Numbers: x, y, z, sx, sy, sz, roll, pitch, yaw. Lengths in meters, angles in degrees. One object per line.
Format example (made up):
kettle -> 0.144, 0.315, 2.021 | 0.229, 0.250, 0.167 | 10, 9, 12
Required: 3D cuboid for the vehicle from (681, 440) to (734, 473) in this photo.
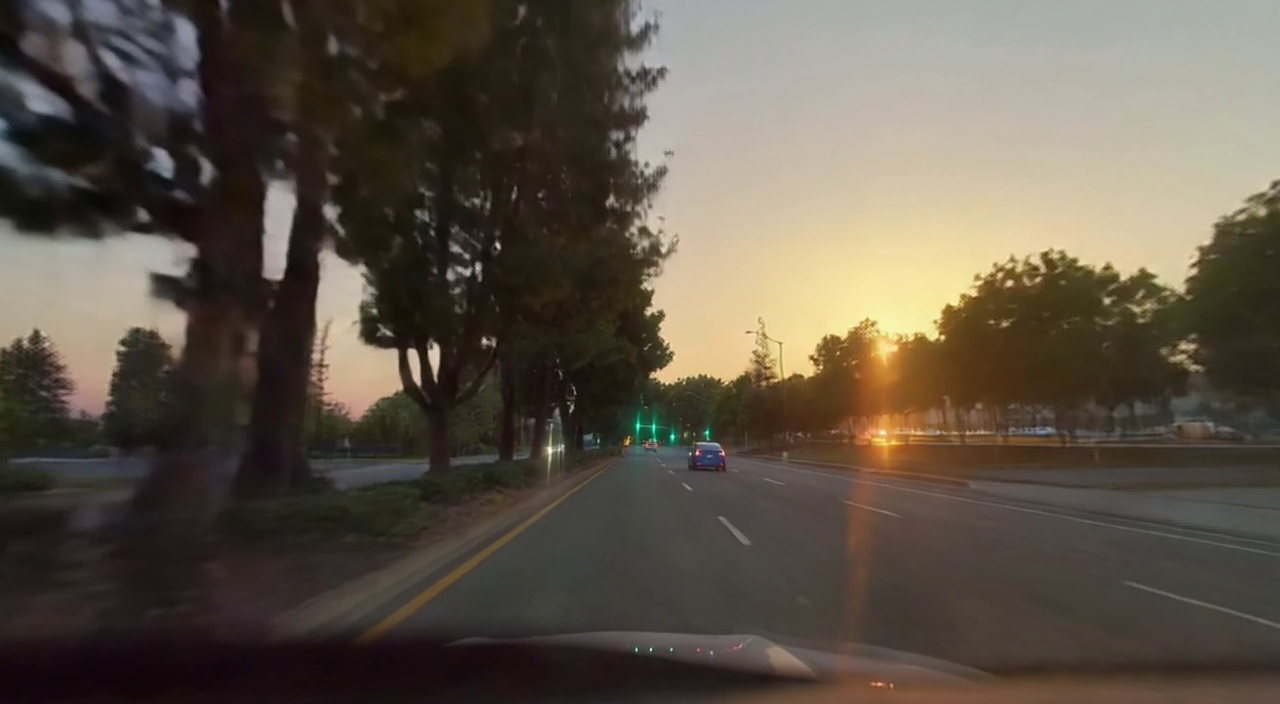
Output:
vehicle -> 3.249, 5.092, 31.059 | 2.056, 1.483, 4.091 | 0, -8, -1
